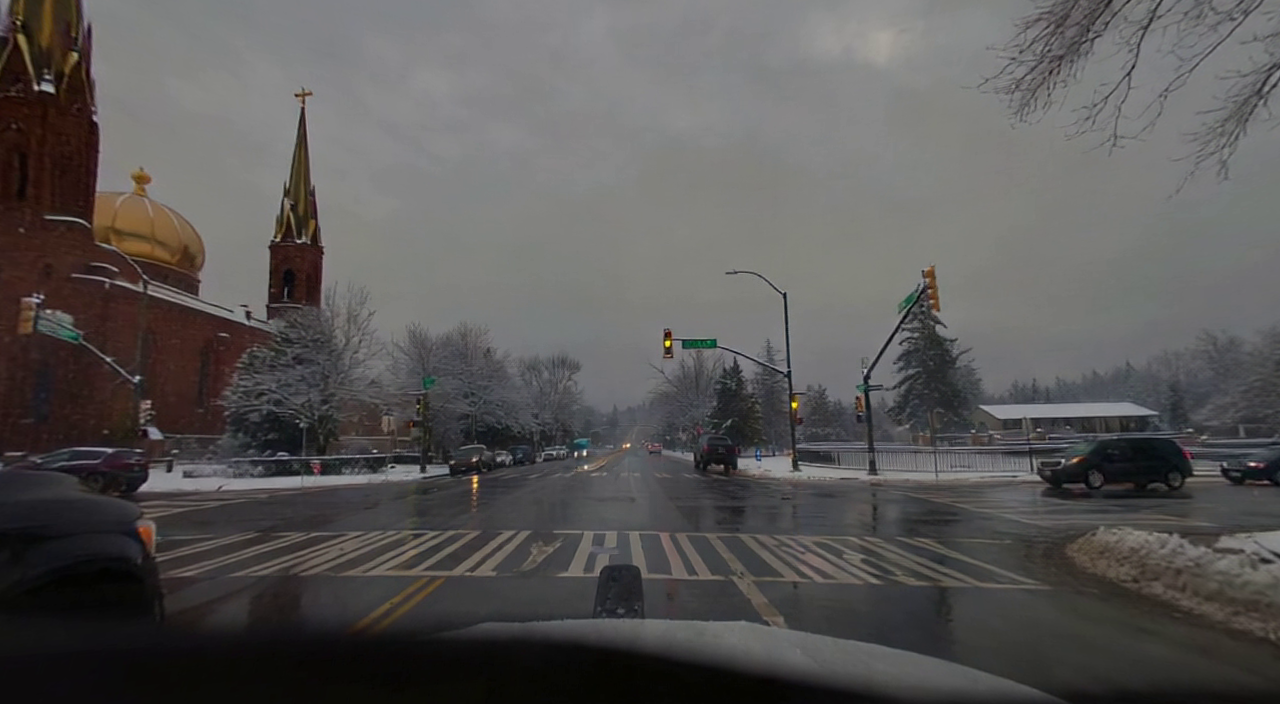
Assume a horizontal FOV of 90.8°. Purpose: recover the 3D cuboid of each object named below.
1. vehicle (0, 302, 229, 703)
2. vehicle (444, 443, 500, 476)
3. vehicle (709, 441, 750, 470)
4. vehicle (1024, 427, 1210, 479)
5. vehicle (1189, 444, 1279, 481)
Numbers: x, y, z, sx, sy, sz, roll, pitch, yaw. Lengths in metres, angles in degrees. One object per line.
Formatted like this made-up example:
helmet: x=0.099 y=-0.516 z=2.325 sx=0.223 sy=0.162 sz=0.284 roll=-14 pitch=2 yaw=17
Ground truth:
vehicle: x=-3.876 y=0.582 z=1.192 sx=2.251 sy=2.009 sz=5.688 roll=0 pitch=-8 yaw=1
vehicle: x=-10.246 y=6.561 z=38.968 sx=2.076 sy=1.876 sz=4.669 roll=0 pitch=-8 yaw=1
vehicle: x=5.823 y=6.773 z=41.528 sx=1.969 sy=1.776 sz=4.329 roll=0 pitch=-8 yaw=-2
vehicle: x=19.871 y=4.242 z=26.575 sx=5.852 sy=2.057 sz=2.361 roll=0 pitch=-8 yaw=0
vehicle: x=26.365 y=4.636 z=26.662 sx=4.561 sy=1.475 sz=1.850 roll=0 pitch=-8 yaw=0
